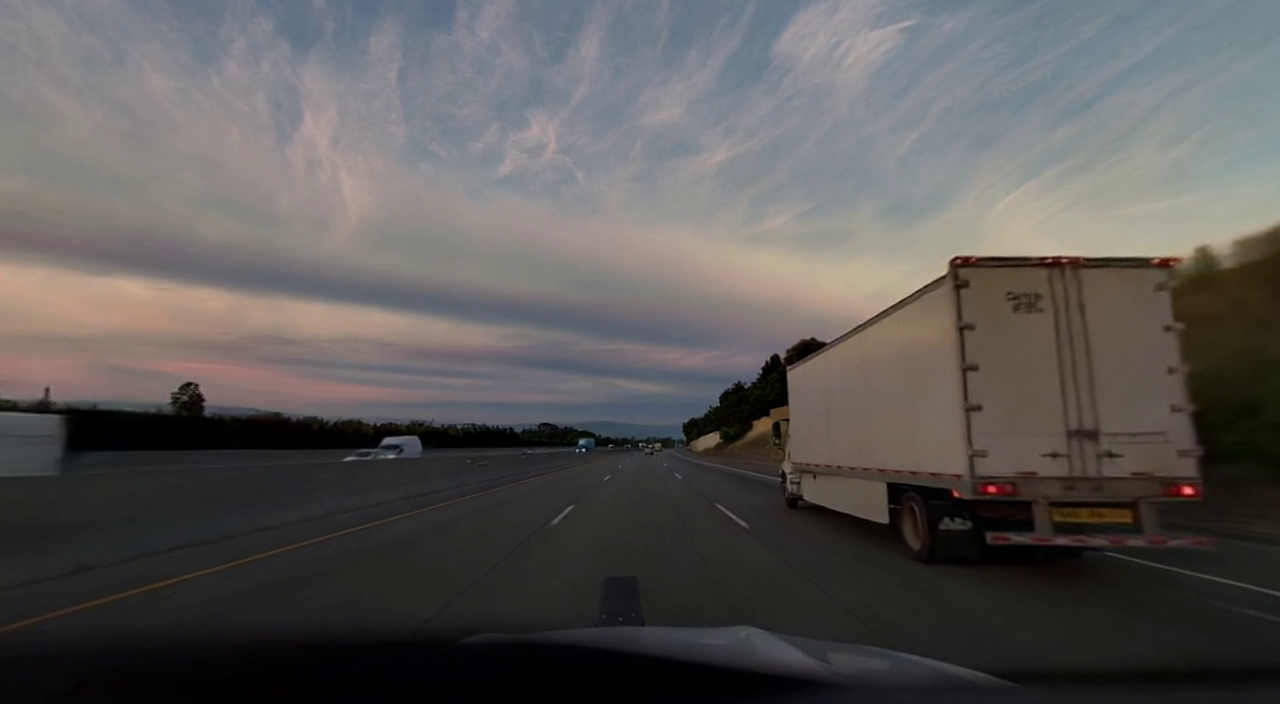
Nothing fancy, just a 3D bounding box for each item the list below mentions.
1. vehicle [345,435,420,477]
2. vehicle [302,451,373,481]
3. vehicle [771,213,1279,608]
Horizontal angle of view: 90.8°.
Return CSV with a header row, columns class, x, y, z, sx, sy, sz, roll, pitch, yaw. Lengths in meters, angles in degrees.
class,x,y,z,sx,sy,sz,roll,pitch,yaw
vehicle,-19.295,7.849,47.771,2.658,2.883,6.850,0,-9,1
vehicle,-19.338,7.302,40.638,1.909,1.768,5.200,0,-9,1
vehicle,4.321,1.046,9.352,2.771,3.313,8.121,0,-9,-1
